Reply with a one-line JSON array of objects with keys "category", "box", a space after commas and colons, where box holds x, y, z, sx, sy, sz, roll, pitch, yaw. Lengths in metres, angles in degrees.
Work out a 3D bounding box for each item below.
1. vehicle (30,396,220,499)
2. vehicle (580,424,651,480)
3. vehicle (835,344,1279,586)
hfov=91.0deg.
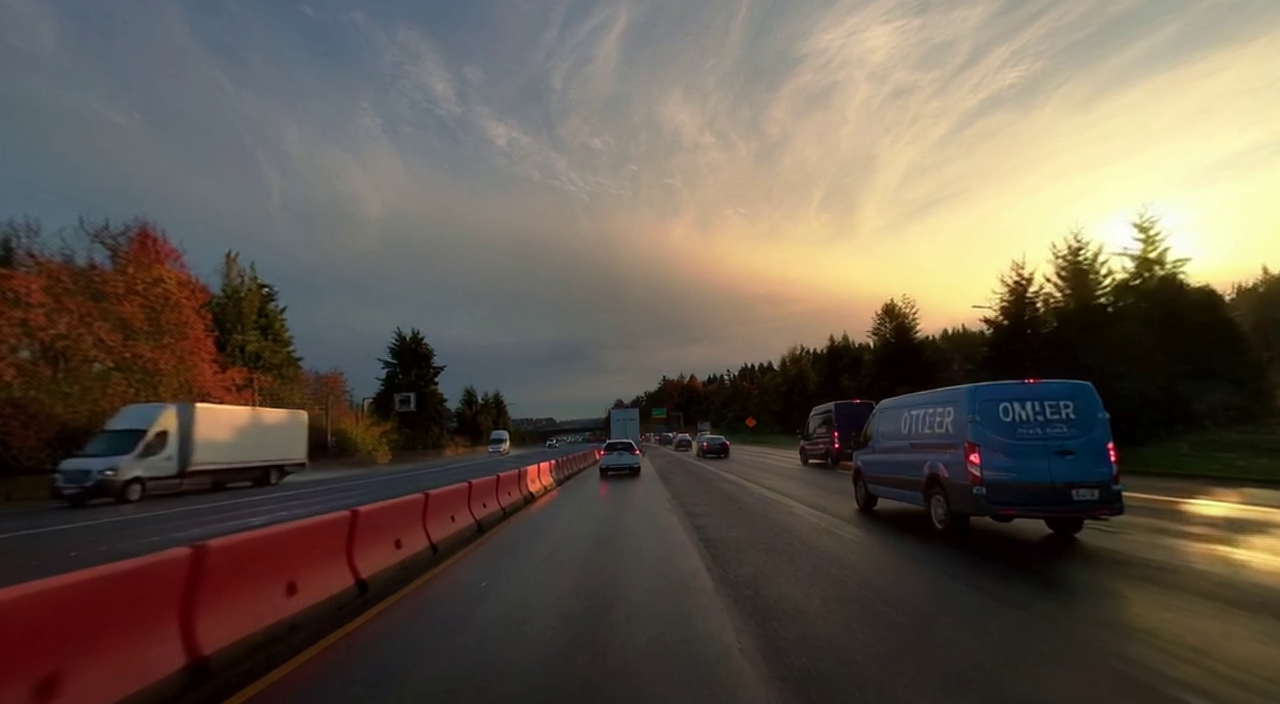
[{"category": "vehicle", "box": [-21.679, 4.054, 27.055, 2.977, 3.918, 5.877, 0, -8, 0]}, {"category": "vehicle", "box": [-0.769, 3.240, 20.558, 2.100, 1.636, 3.620, 0, -8, -1]}, {"category": "vehicle", "box": [4.466, 1.279, 7.871, 2.223, 2.008, 5.121, 0, -8, -2]}]
